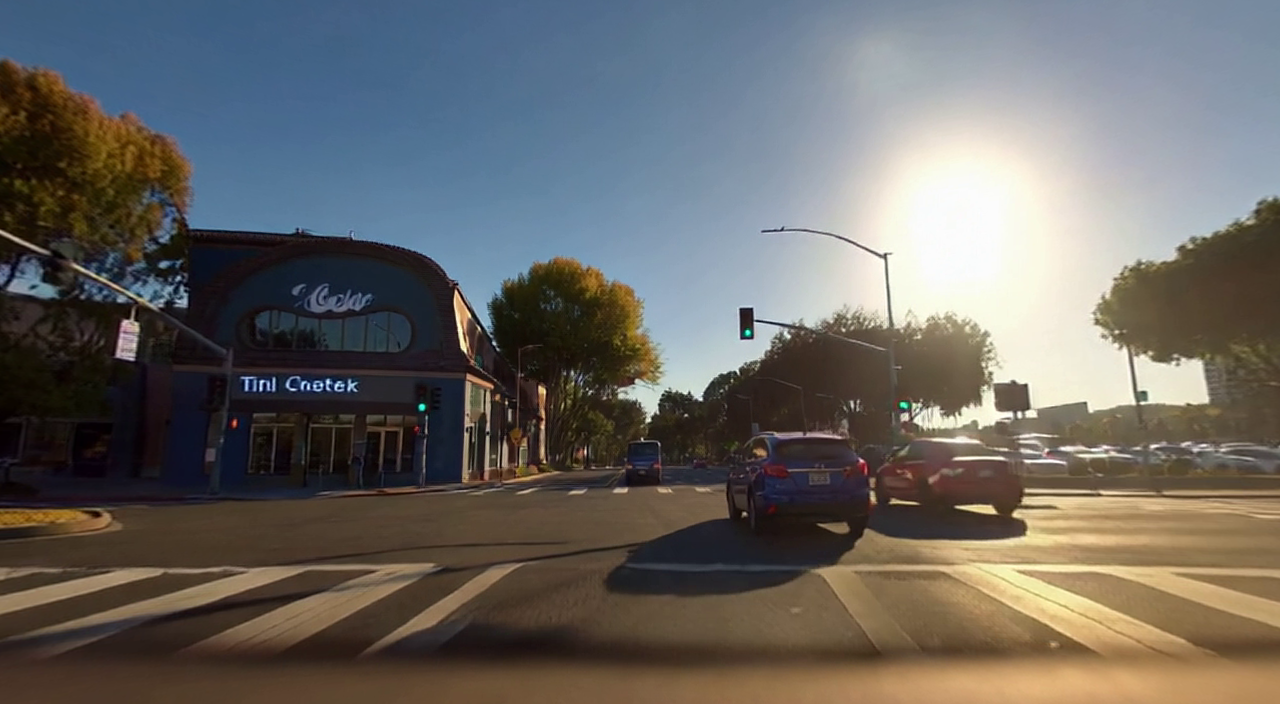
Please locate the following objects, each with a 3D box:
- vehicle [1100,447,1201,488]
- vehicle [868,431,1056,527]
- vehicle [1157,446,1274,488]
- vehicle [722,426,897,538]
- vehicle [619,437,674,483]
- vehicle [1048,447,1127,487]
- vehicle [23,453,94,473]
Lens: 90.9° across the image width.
[{"bbox_3d":[21.176,4.769,26.366,2.066,1.488,4.158,-4,-9,22],"label":"vehicle"},{"bbox_3d":[6.502,2.564,13.355,1.792,1.682,4.089,0,-8,0],"label":"vehicle"},{"bbox_3d":[23.706,4.709,26.202,2.134,1.535,4.289,-4,-9,22],"label":"vehicle"},{"bbox_3d":[2.974,2.385,12.327,2.048,1.725,4.754,0,-8,0],"label":"vehicle"},{"bbox_3d":[0.226,5.089,30.102,2.390,1.948,5.344,0,-8,-1],"label":"vehicle"},{"bbox_3d":[18.865,4.824,26.728,1.791,1.520,3.649,-4,-9,21],"label":"vehicle"},{"bbox_3d":[-42.282,8.058,45.911,3.391,1.379,1.562,4,-9,-27],"label":"vehicle"}]
